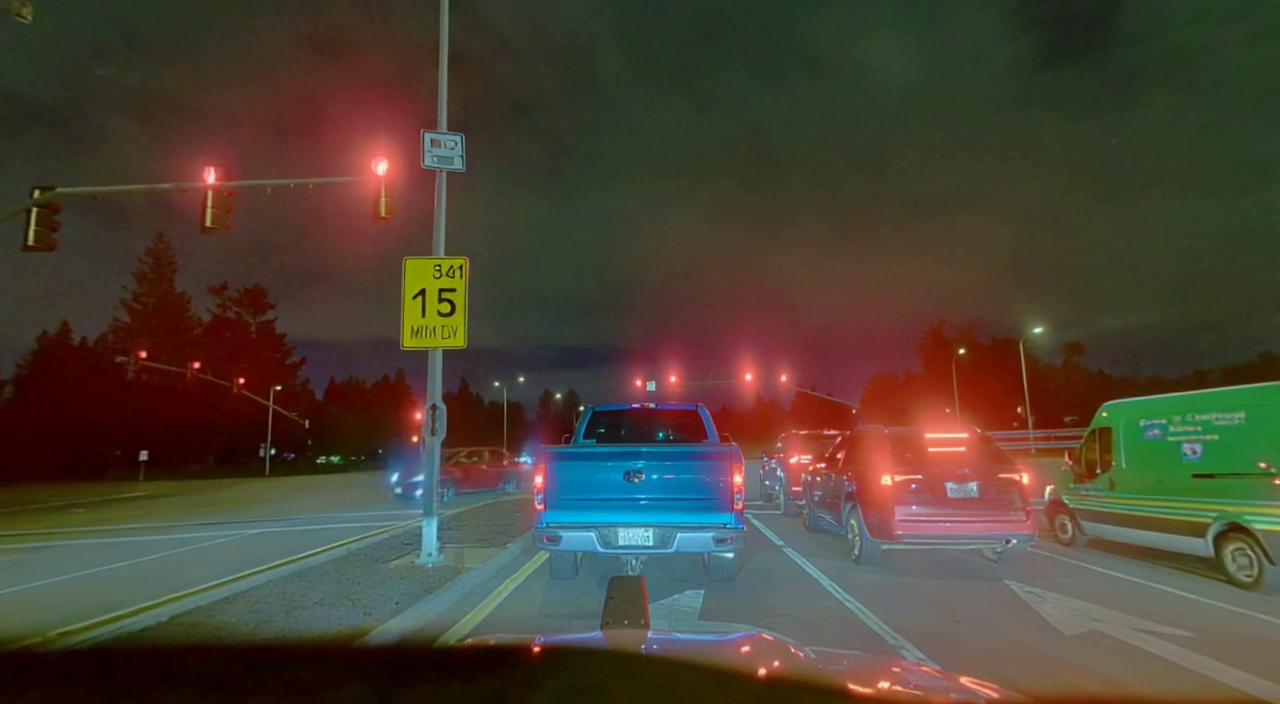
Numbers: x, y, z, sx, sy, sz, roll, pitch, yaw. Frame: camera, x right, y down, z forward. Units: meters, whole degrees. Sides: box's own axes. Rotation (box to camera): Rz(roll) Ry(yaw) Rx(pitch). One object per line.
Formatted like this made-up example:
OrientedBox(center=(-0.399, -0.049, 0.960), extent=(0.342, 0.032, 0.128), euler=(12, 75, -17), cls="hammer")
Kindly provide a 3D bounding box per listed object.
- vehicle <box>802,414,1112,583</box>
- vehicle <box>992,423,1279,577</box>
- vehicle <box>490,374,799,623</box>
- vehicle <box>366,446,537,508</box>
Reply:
OrientedBox(center=(3.596, 1.718, 8.184), extent=(1.981, 1.616, 4.006), euler=(0, -8, 1), cls="vehicle")
OrientedBox(center=(6.847, 1.741, 8.259), extent=(1.973, 1.470, 4.228), euler=(0, -8, 0), cls="vehicle")
OrientedBox(center=(0.065, 1.471, 7.332), extent=(2.326, 1.880, 4.964), euler=(0, -8, 1), cls="vehicle")
OrientedBox(center=(-5.513, 3.681, 19.290), extent=(2.410, 1.596, 4.931), euler=(-4, -9, 22), cls="vehicle")
